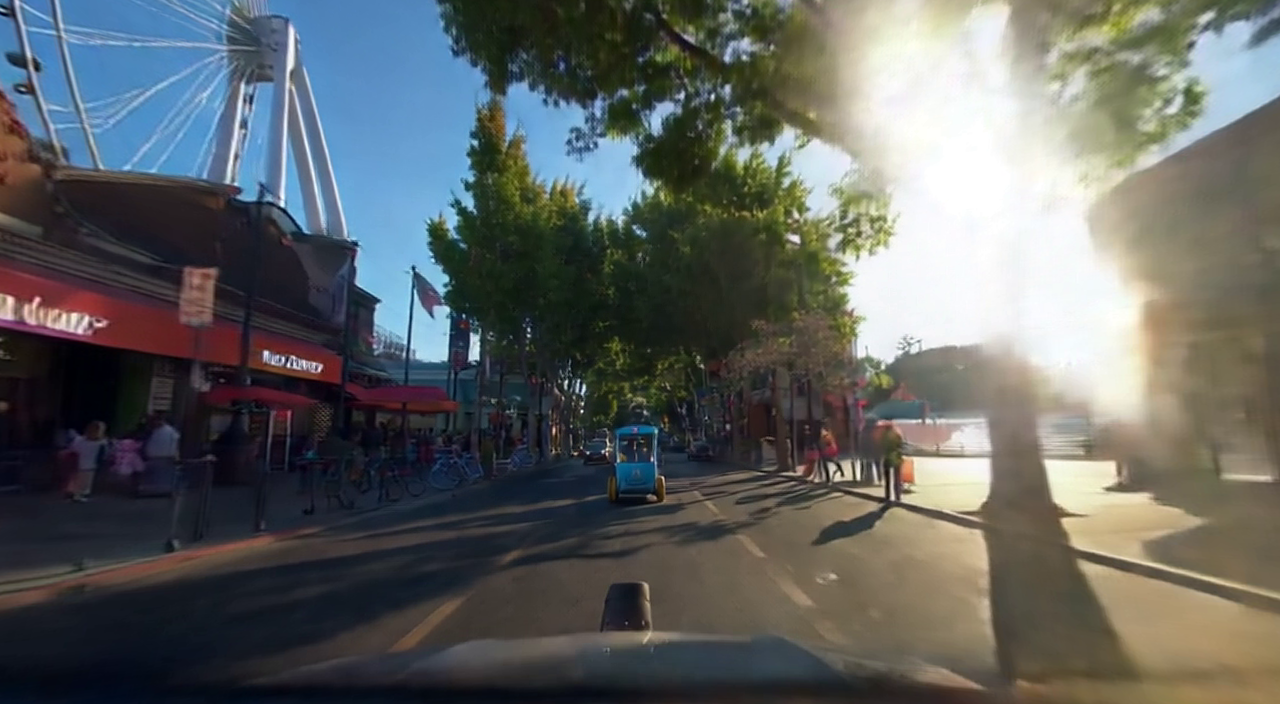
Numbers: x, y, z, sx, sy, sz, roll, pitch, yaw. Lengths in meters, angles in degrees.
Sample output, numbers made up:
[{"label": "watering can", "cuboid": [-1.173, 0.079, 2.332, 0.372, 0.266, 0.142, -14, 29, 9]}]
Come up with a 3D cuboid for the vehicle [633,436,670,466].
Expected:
[{"label": "vehicle", "cuboid": [0.746, 6.310, 40.362, 2.221, 1.773, 4.228, -1, -9, 1]}]
